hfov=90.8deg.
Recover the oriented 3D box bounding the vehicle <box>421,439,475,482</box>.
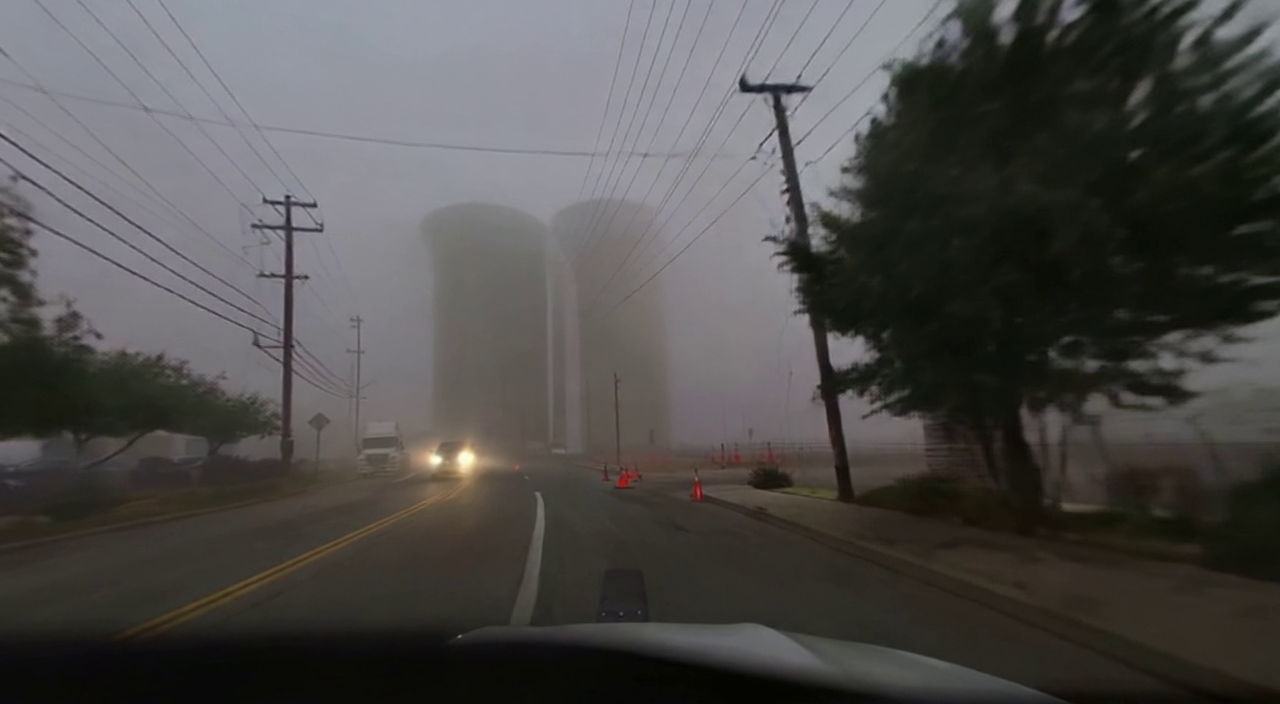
[{"bbox_3d":[-8.680,4.922,28.932,2.079,1.770,4.684,2,-9,-14],"label":"vehicle"}]

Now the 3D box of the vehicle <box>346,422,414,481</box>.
[{"bbox_3d":[-15.449,5.957,38.096,2.905,3.133,7.675,2,-9,-17],"label":"vehicle"}]

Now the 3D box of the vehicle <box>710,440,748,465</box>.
[{"bbox_3d":[5.704,6.464,40.826,1.829,1.487,4.352,0,-9,0],"label":"vehicle"}]
